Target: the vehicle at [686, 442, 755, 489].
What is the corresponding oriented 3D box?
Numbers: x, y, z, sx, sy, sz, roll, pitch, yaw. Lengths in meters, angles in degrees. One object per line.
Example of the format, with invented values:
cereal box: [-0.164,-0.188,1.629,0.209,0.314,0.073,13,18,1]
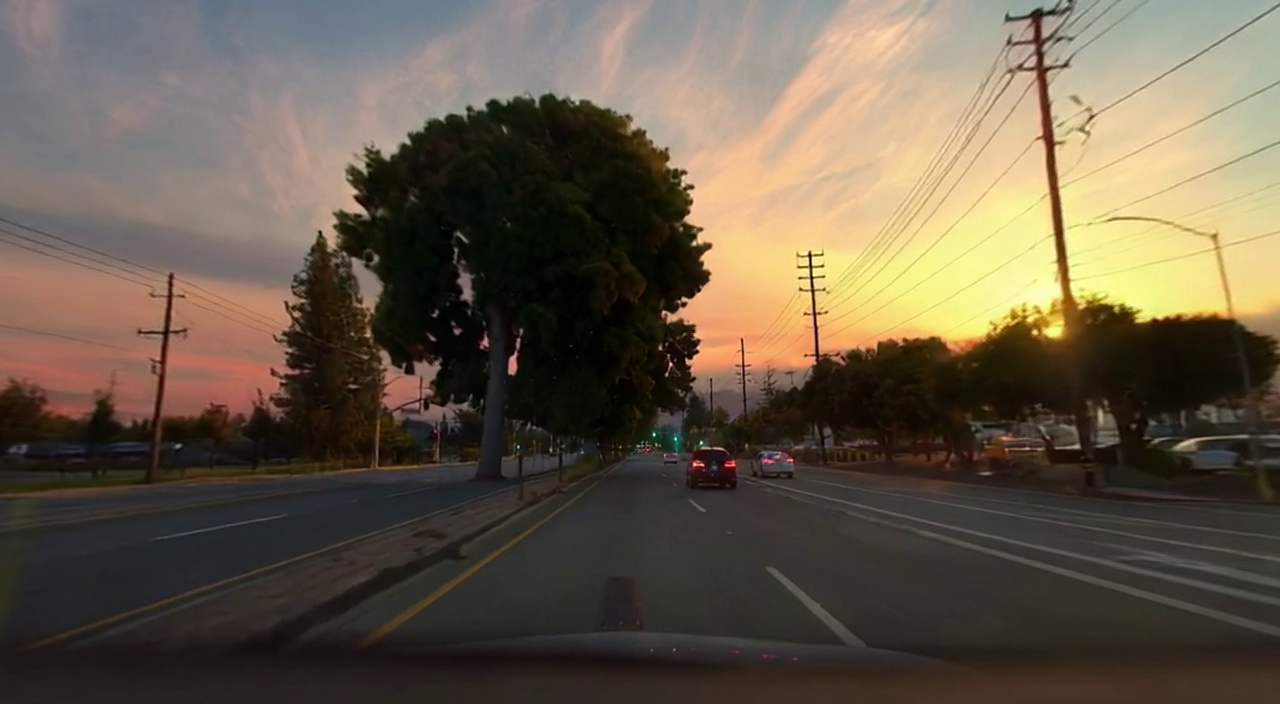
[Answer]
vehicle: [3.008,4.329,24.495,2.078,1.668,4.078,0,-8,-1]
